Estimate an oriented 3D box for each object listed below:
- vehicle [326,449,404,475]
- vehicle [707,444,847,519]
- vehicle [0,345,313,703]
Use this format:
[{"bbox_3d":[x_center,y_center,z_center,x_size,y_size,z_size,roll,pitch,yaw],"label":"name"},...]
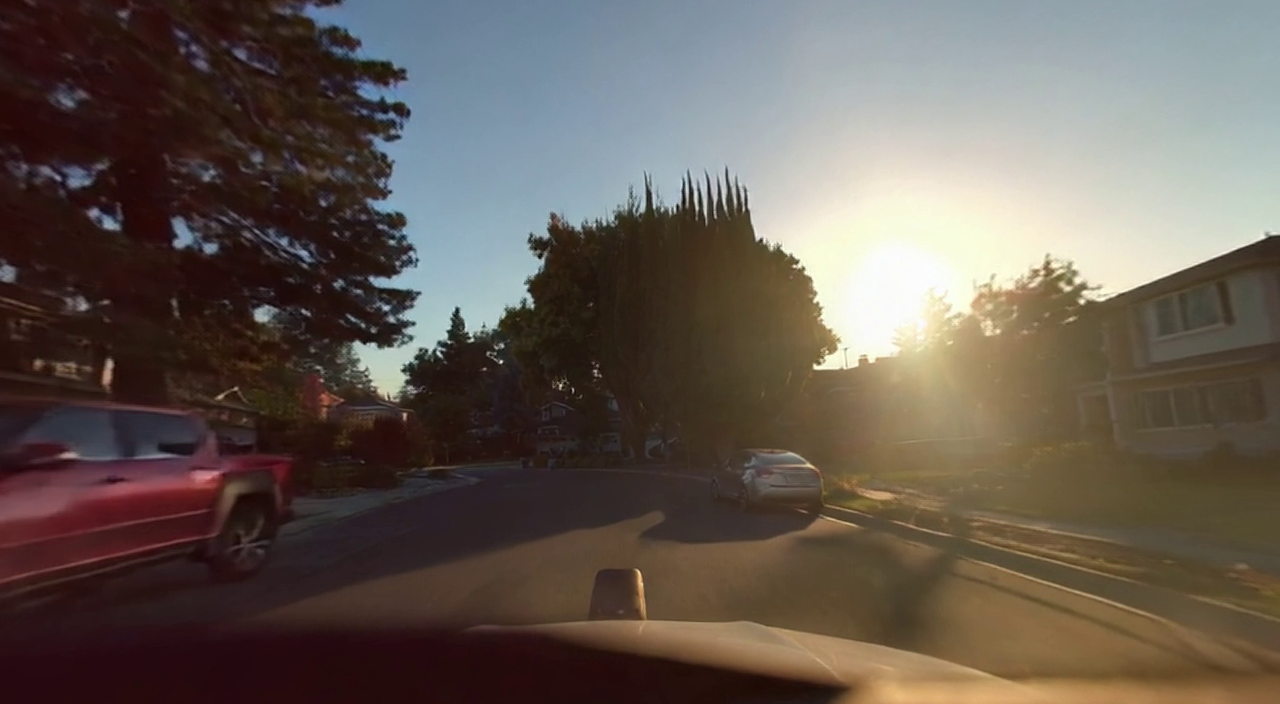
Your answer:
[{"bbox_3d":[-18.312,7.333,41.931,4.330,1.657,2.037,-3,-9,14],"label":"vehicle"},{"bbox_3d":[3.050,3.011,15.214,1.998,1.489,4.722,0,-9,-4],"label":"vehicle"},{"bbox_3d":[-4.710,1.113,4.423,2.182,1.962,5.446,0,-9,-4],"label":"vehicle"}]
